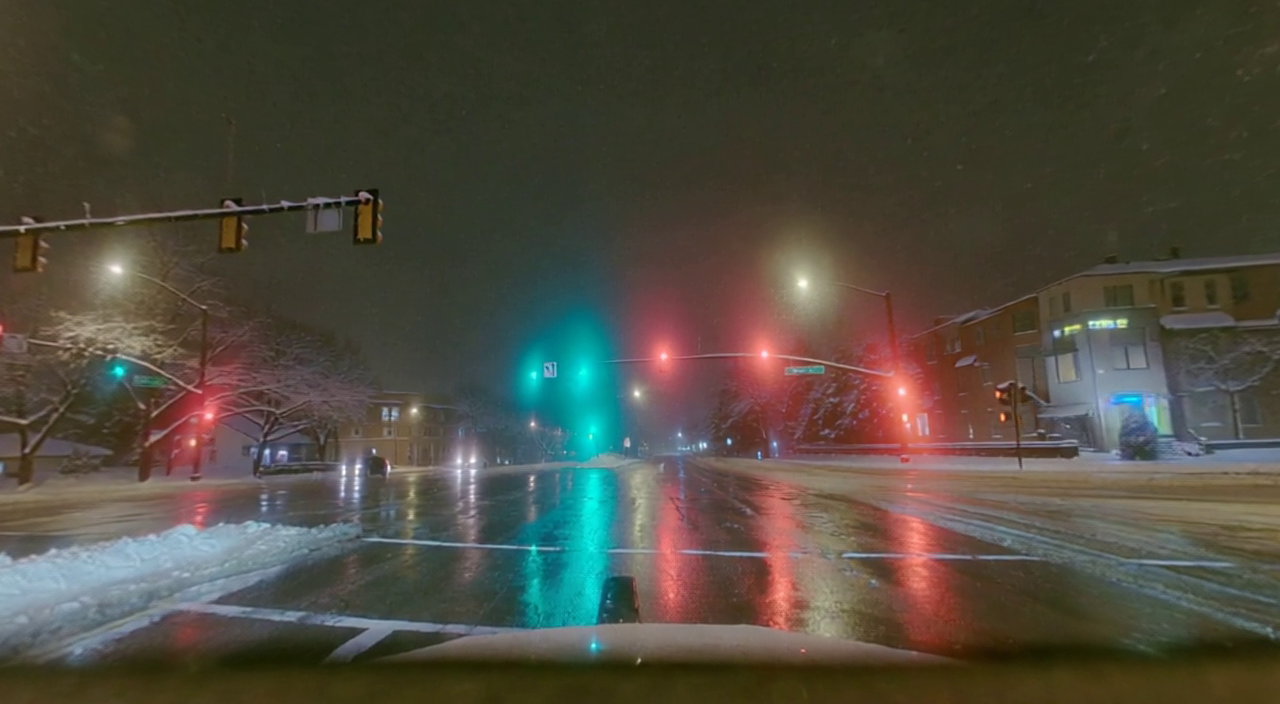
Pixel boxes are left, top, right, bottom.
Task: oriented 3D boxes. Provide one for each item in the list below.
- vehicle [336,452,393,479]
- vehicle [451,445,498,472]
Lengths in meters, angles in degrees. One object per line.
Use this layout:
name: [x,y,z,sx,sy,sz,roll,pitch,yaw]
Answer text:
vehicle: [-18.850,7.759,43.365,1.933,1.664,4.255,0,-9,1]
vehicle: [-12.163,7.854,46.670,2.151,1.847,4.634,0,-9,0]
